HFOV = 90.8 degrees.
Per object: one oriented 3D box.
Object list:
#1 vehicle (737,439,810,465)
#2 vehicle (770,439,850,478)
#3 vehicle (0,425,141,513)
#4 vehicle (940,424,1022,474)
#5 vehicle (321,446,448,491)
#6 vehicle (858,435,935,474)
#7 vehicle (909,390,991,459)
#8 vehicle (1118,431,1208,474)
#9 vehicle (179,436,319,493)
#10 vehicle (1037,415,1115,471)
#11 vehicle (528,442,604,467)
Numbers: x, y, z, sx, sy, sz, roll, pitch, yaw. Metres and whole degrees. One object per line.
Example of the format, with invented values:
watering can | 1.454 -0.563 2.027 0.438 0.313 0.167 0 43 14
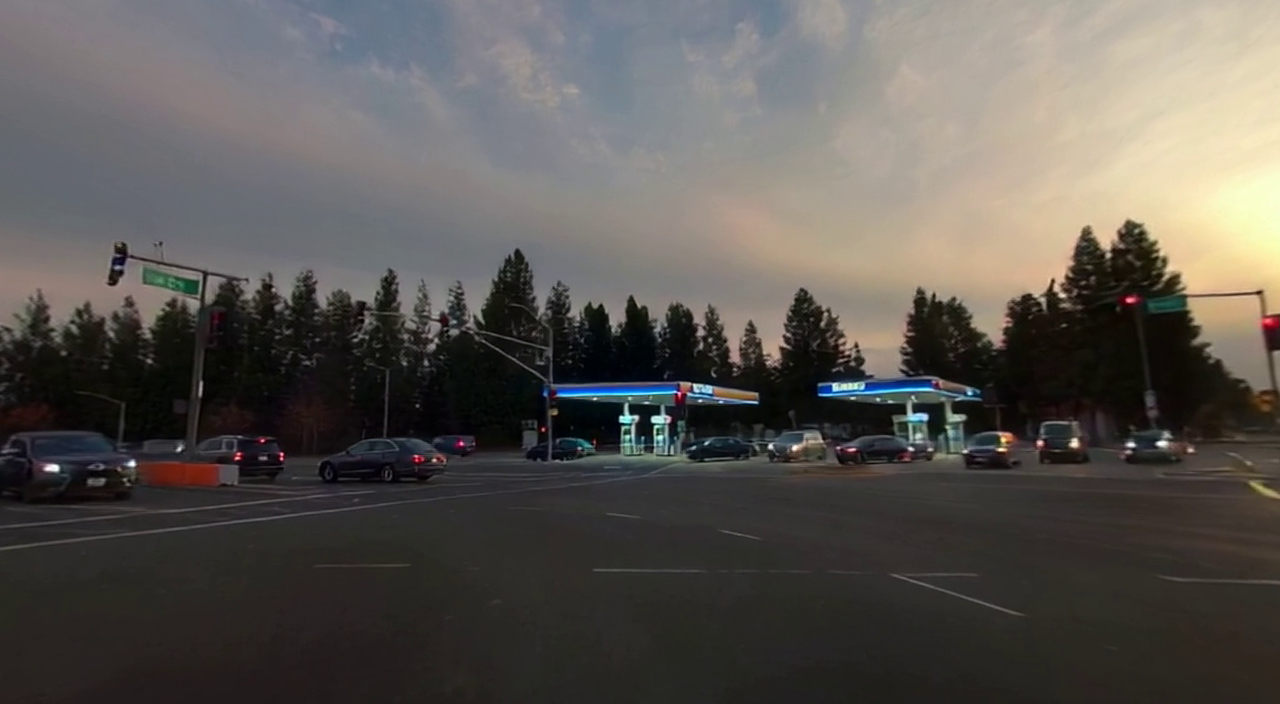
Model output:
vehicle | 9.672 7.305 46.145 4.869 1.751 1.930 -8 -12 44
vehicle | 8.075 4.991 29.720 2.210 1.565 4.588 -9 -12 31
vehicle | -15.130 2.972 16.215 4.658 1.911 2.162 -7 -11 34
vehicle | 14.782 4.160 27.156 2.517 1.875 5.774 -6 -10 32
vehicle | -9.289 4.145 22.890 4.581 1.460 1.965 -6 -10 34
vehicle | 11.515 4.575 28.189 2.210 1.542 4.501 -8 -11 32
vehicle | 23.785 5.713 47.846 3.322 4.512 13.942 -6 -10 34
vehicle | 21.511 4.092 26.177 2.226 1.562 4.422 -6 -9 32
vehicle | -13.513 3.829 21.775 4.616 1.733 2.351 -6 -11 35
vehicle | 19.807 4.169 28.895 2.486 2.240 5.933 -6 -10 32
vehicle | -5.168 7.147 44.325 5.020 1.660 1.819 4 -10 -28
